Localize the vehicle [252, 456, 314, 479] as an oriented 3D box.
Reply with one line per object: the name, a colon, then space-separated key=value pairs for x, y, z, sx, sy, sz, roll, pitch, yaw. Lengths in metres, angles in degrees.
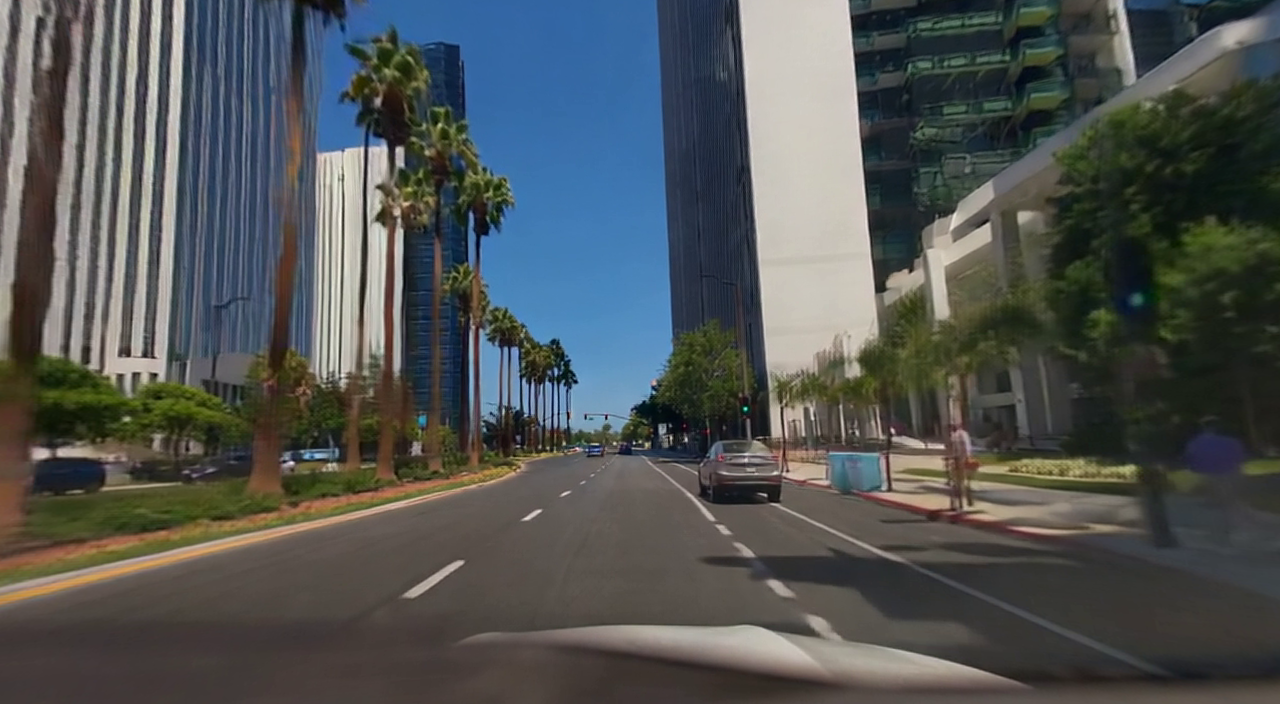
vehicle: x=-24.579 y=7.920 z=43.655 sx=1.751 sy=1.424 sz=4.506 roll=0 pitch=-8 yaw=-1

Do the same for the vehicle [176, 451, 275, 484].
vehicle: x=-24.924 y=6.933 z=38.320 sx=2.062 sy=1.765 sz=5.897 roll=0 pitch=-9 yaw=-1

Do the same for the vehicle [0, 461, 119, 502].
vehicle: x=-24.820 y=5.380 z=26.633 sx=2.080 sy=1.457 sz=4.424 roll=0 pitch=-9 yaw=-3
